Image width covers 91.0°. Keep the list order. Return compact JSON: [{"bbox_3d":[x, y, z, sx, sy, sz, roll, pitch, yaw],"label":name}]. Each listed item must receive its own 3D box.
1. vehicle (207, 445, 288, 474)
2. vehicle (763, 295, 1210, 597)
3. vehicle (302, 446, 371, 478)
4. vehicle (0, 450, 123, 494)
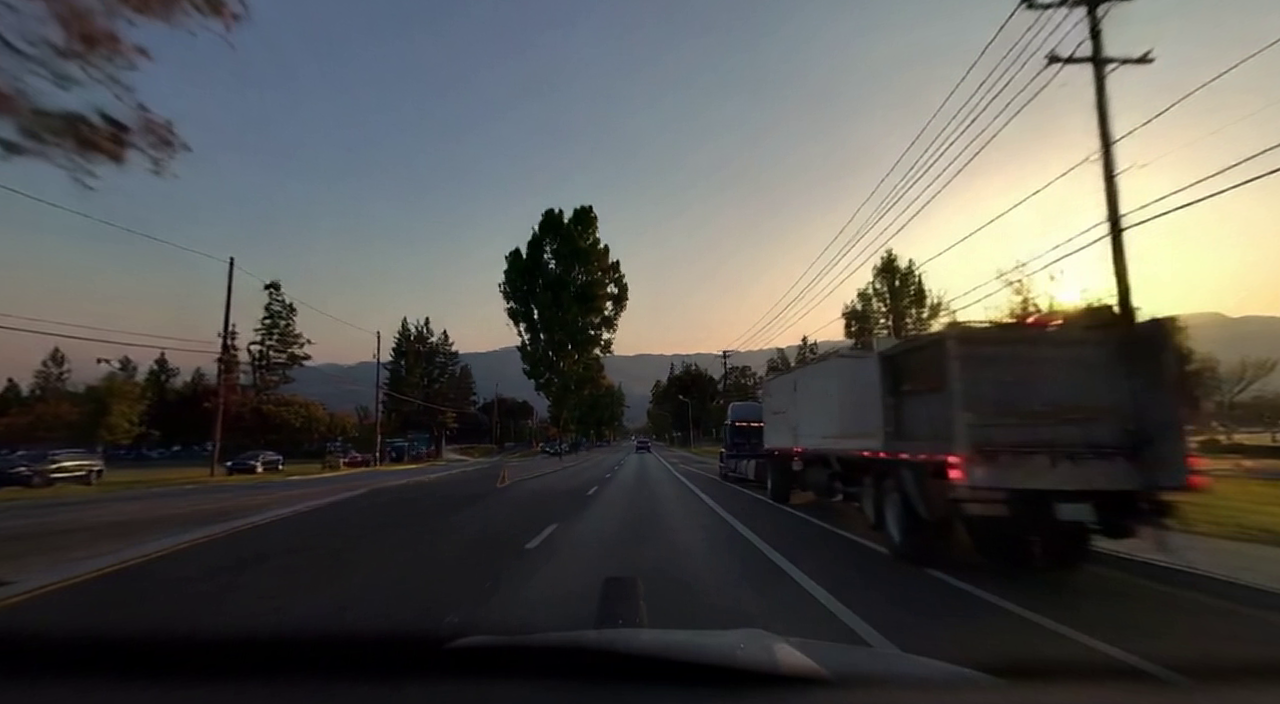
[{"bbox_3d":[-25.398,6.925,40.951,2.020,1.763,4.637,-1,-8,5],"label":"vehicle"},{"bbox_3d":[3.960,1.380,9.598,2.706,2.880,7.117,0,-8,0],"label":"vehicle"},{"bbox_3d":[-18.537,6.694,38.667,1.948,1.844,4.235,0,-8,2],"label":"vehicle"},{"bbox_3d":[-25.480,5.112,27.306,1.950,1.658,4.576,0,-8,5],"label":"vehicle"}]
